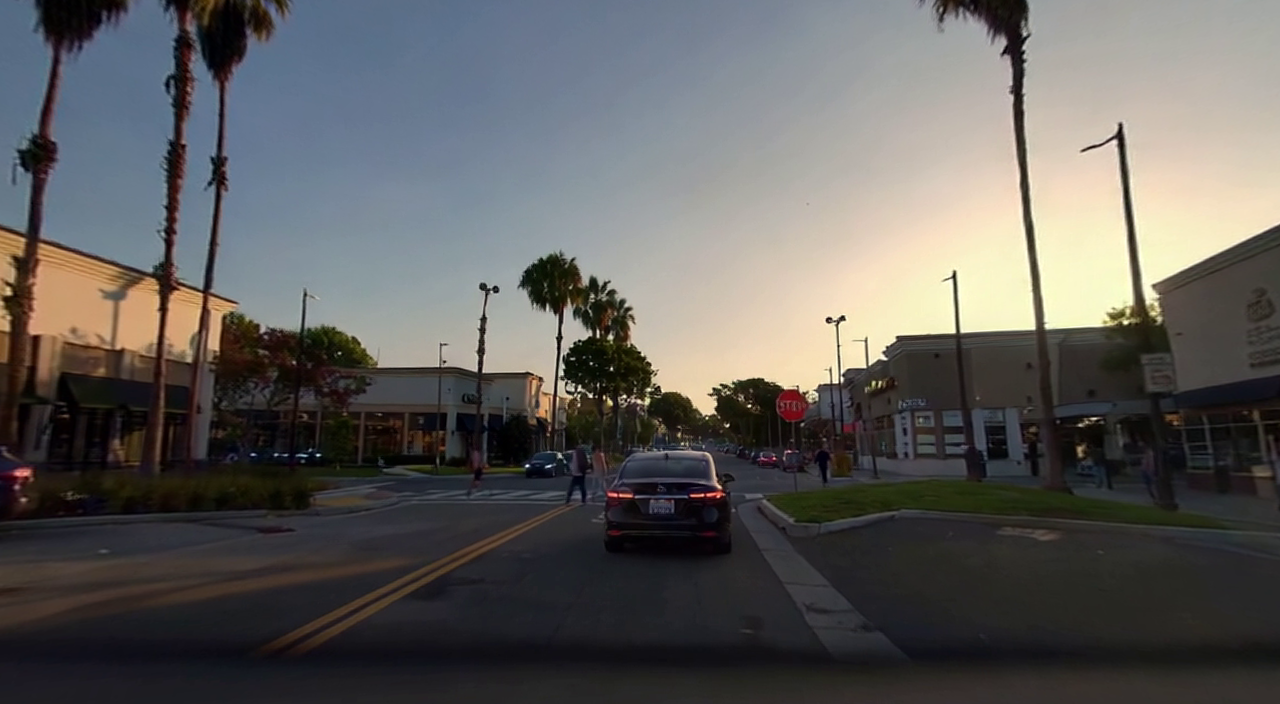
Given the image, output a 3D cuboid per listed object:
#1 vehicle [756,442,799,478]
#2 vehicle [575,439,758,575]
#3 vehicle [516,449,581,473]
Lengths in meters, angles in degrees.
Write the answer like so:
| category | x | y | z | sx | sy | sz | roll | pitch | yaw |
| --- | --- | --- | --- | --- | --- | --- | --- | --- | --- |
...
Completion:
| category | x | y | z | sx | sy | sz | roll | pitch | yaw |
| --- | --- | --- | --- | --- | --- | --- | --- | --- | --- |
| vehicle | 9.418 | 7.373 | 43.270 | 2.467 | 2.369 | 1.577 | 5 | -10 | -36 |
| vehicle | 0.444 | 2.030 | 9.081 | 2.031 | 1.479 | 3.969 | -1 | -9 | 5 |
| vehicle | -6.915 | 8.231 | 47.949 | 4.529 | 1.682 | 1.895 | 6 | -11 | -36 |
